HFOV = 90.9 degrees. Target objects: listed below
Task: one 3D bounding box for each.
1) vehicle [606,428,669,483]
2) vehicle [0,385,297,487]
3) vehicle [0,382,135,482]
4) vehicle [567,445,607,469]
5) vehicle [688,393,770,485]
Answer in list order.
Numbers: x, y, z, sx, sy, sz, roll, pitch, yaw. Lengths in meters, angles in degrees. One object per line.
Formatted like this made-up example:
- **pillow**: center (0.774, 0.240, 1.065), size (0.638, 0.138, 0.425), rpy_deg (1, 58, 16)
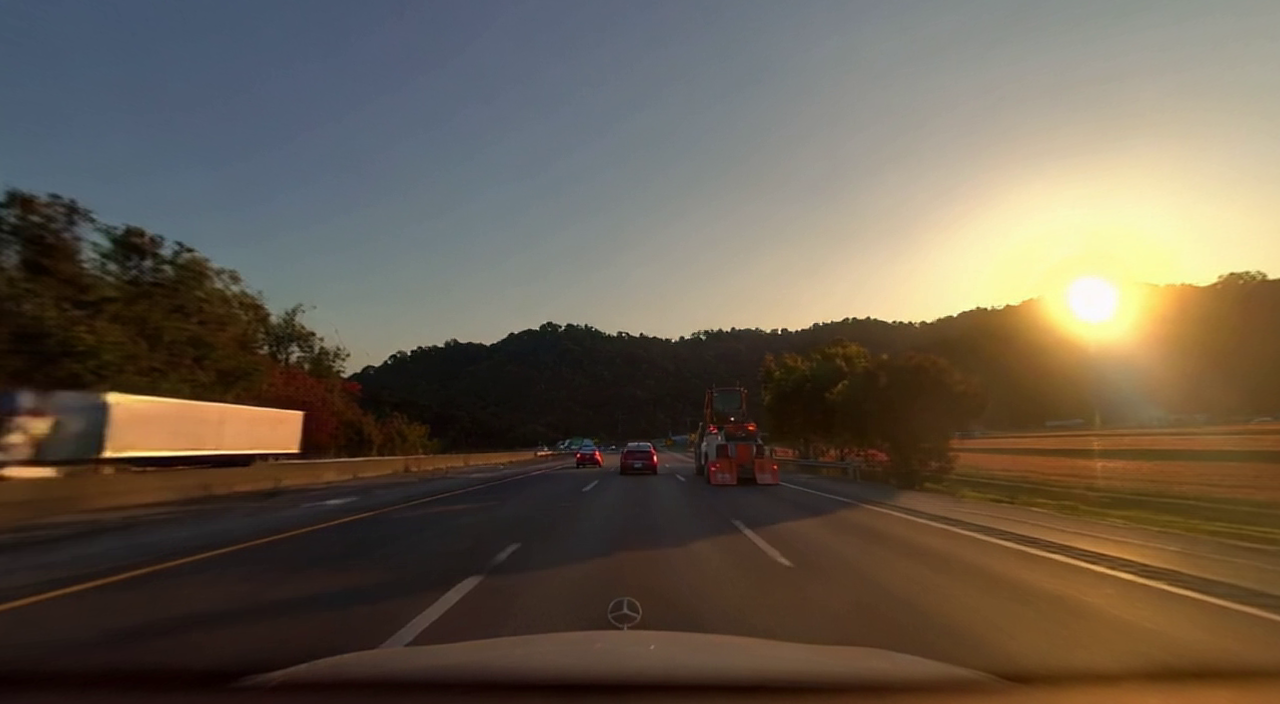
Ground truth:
- **vehicle**: center (-0.065, 4.116, 25.417), size (2.308, 1.993, 4.631), rpy_deg (0, -8, 1)
- **vehicle**: center (-25.046, 4.656, 34.084), size (3.477, 4.162, 16.507), rpy_deg (0, -8, 1)
- **vehicle**: center (-25.030, 3.326, 25.793), size (2.998, 3.638, 6.625), rpy_deg (0, -8, 1)
- **vehicle**: center (-3.322, 6.669, 40.352), size (2.096, 1.469, 4.319), rpy_deg (0, -8, 1)
- **vehicle**: center (4.060, 4.314, 31.109), size (2.793, 3.828, 9.580), rpy_deg (0, -8, 1)
